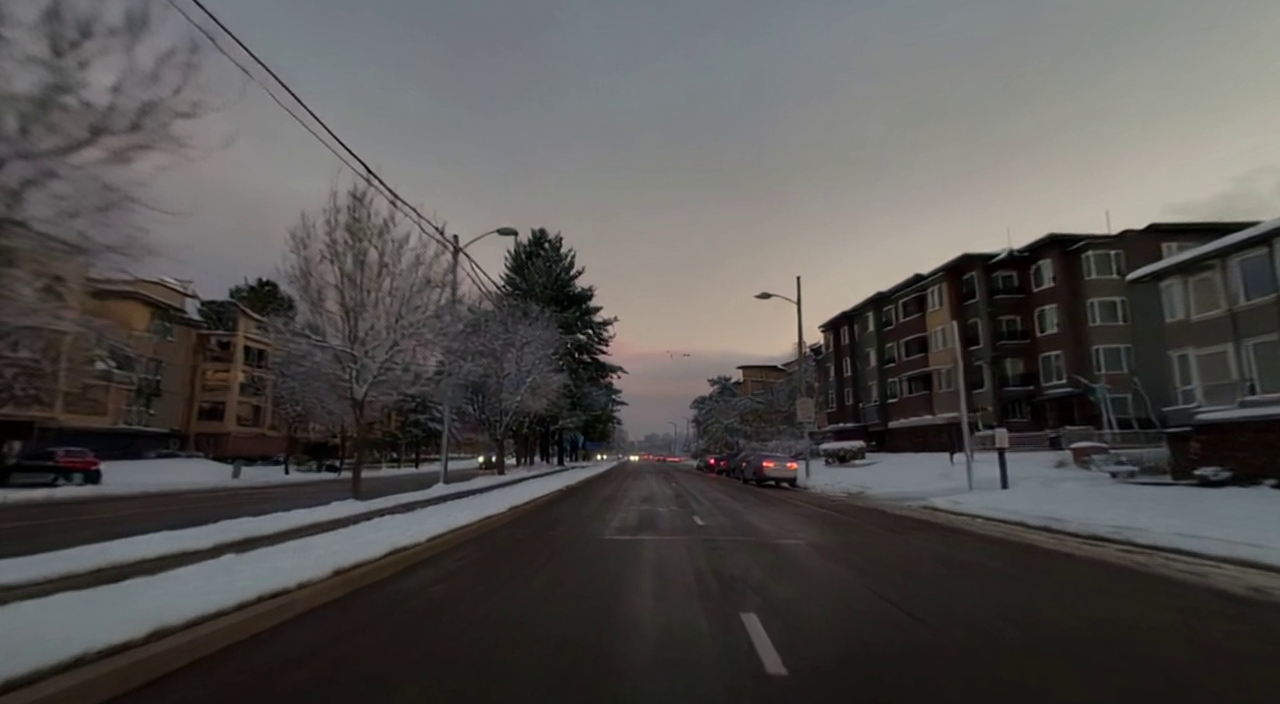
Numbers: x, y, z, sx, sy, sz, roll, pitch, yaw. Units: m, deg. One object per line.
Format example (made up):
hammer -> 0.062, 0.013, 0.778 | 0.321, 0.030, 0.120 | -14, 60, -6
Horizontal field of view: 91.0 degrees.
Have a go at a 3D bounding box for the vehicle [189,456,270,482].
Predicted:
vehicle -> -25.761, 7.317, 39.675 | 1.931, 1.427, 4.578 | 0, -9, 1

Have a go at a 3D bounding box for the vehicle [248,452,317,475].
vehicle -> -25.543, 7.948, 45.155 | 1.939, 1.514, 4.793 | 0, -9, 3

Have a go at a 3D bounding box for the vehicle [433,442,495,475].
vehicle -> -11.823, 7.190, 42.857 | 2.445, 2.105, 5.995 | 0, -9, 0

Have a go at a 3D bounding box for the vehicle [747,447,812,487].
vehicle -> 7.060, 5.833, 32.430 | 2.241, 1.877, 4.810 | 0, -9, 0

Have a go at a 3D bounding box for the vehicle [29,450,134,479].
vehicle -> -32.473, 6.528, 36.692 | 1.836, 1.533, 4.324 | -8, -12, 43
